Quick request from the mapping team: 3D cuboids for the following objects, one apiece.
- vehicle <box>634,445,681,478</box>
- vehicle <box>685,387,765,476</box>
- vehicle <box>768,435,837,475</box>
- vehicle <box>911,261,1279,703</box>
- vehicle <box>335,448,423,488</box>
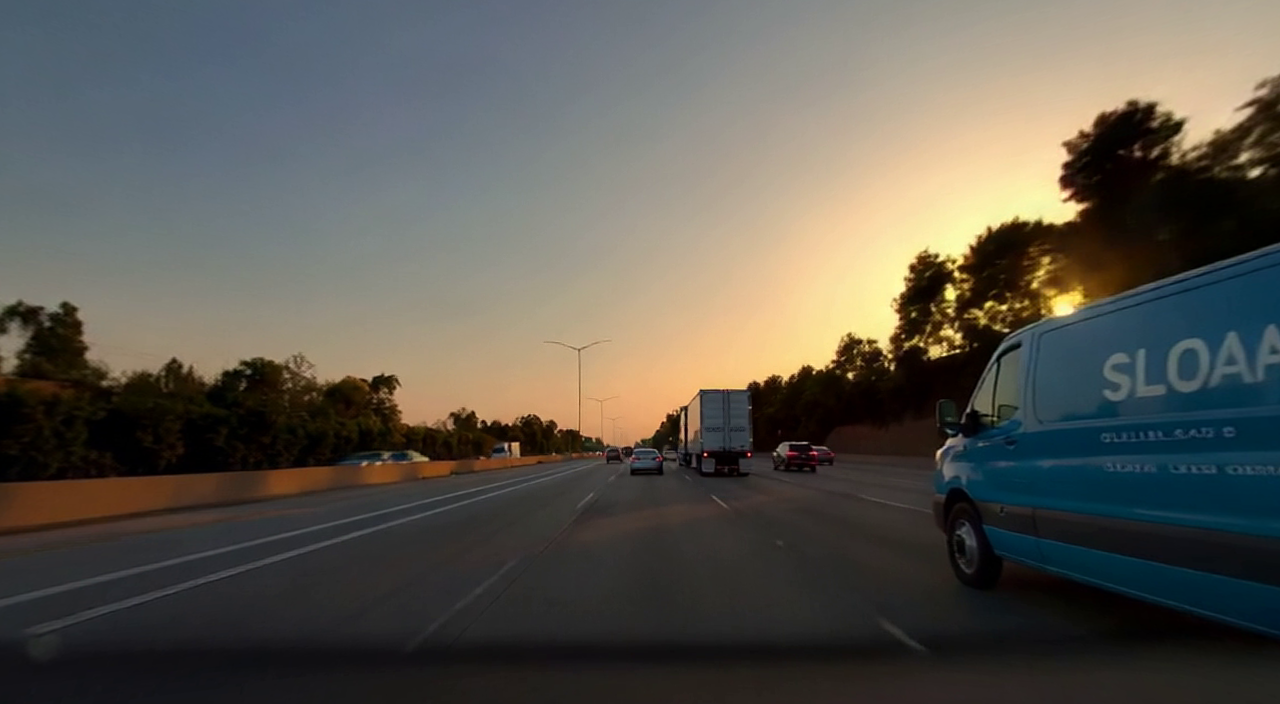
[{"bbox_3d":[0.776,5.184,30.143,2.063,1.469,4.208,0,-9,-1],"label":"vehicle"},{"bbox_3d":[4.347,4.612,35.424,2.821,4.077,12.562,0,-9,0],"label":"vehicle"},{"bbox_3d":[7.839,5.030,30.941,2.144,1.769,4.540,0,-9,-1],"label":"vehicle"},{"bbox_3d":[3.790,0.711,2.936,2.441,2.017,5.739,0,-9,0],"label":"vehicle"},{"bbox_3d":[-11.874,5.284,29.073,2.058,1.678,4.584,0,-9,1],"label":"vehicle"}]
